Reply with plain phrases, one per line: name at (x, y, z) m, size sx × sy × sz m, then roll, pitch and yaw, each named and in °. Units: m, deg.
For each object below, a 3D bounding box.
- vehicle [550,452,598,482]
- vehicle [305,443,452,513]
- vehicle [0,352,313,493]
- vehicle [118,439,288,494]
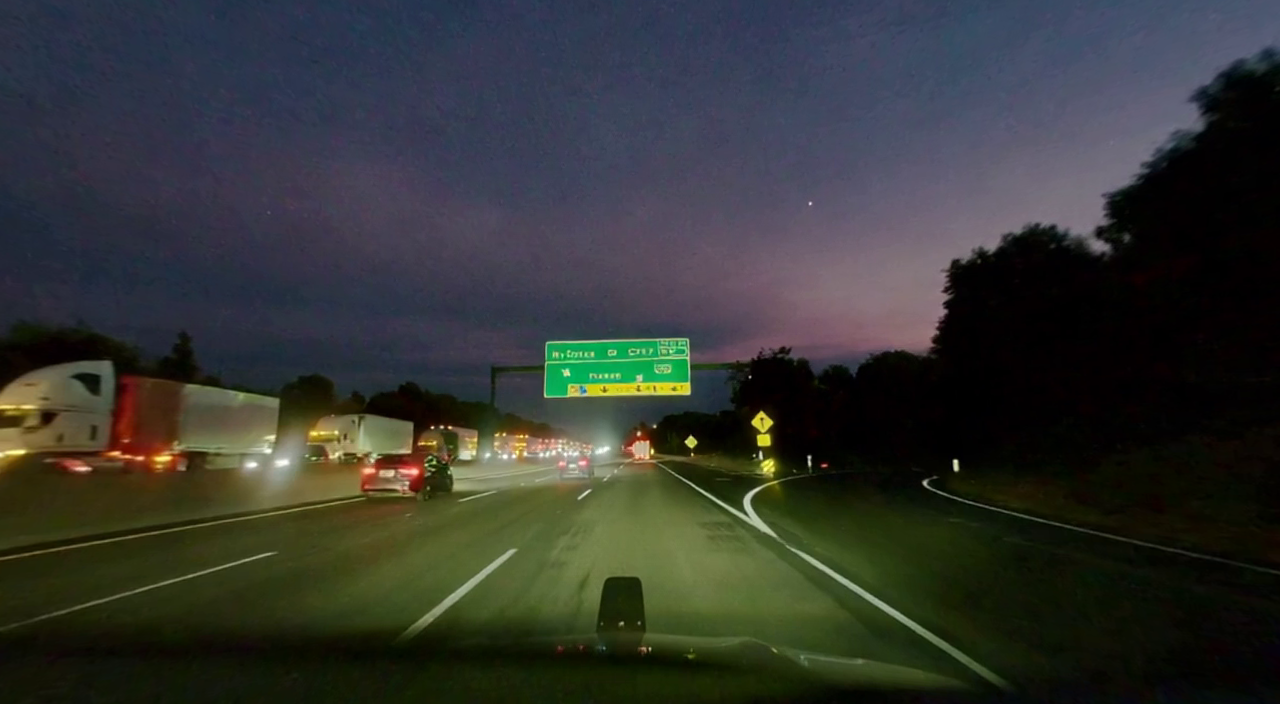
vehicle at (-3.392, 5.980, 33.027) m, size 2.076 × 1.453 × 4.094 m, roll 0°, pitch -9°, yaw 0°
vehicle at (-7.178, 3.492, 17.971) m, size 2.122 × 1.685 × 4.714 m, roll 0°, pitch -9°, yaw 0°
vehicle at (-18.653, 3.342, 25.827) m, size 2.861 × 4.174 × 13.816 m, roll 1°, pitch -11°, yaw 0°
vehicle at (-14.666, 3.870, 21.678) m, size 2.115 × 1.618 × 5.215 m, roll 0°, pitch -9°, yaw 0°
